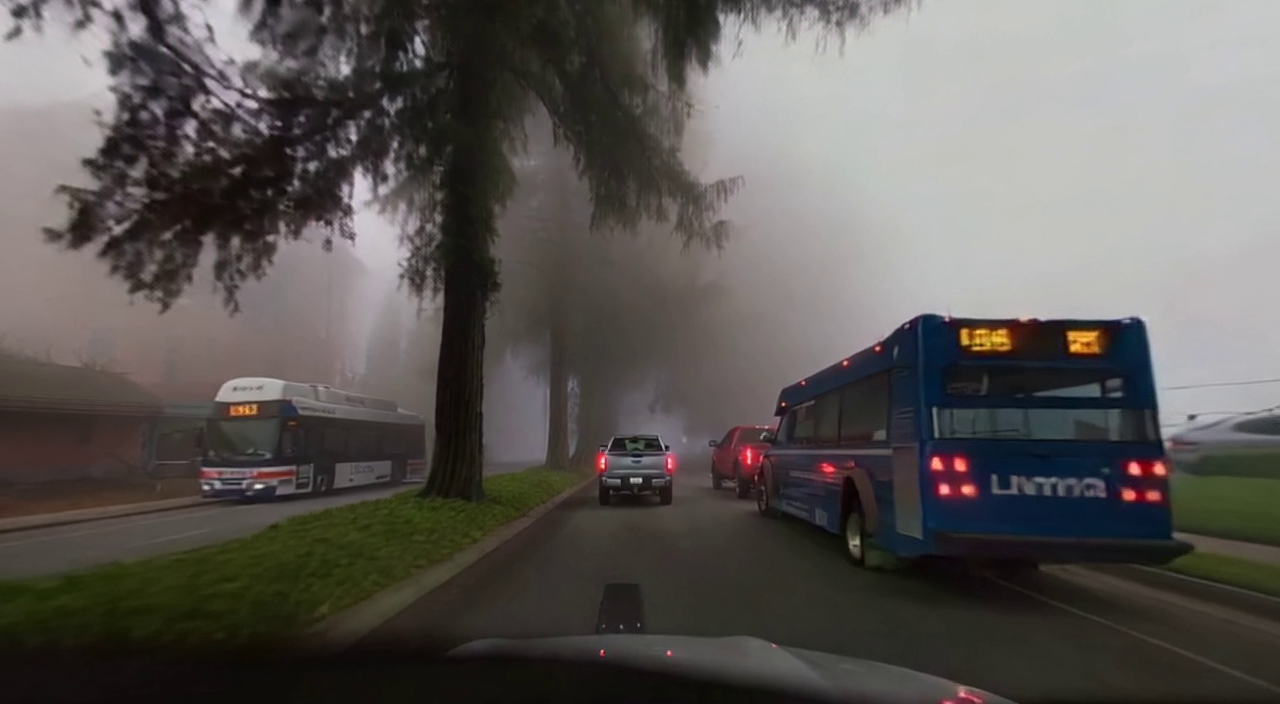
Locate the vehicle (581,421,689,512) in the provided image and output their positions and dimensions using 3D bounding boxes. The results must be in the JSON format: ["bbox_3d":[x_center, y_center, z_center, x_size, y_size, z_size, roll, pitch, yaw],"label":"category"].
[{"bbox_3d":[-0.096,2.730,15.622,2.157,1.816,5.804,0,-8,0],"label":"vehicle"}]

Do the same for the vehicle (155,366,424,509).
[{"bbox_3d":[-11.984,3.308,24.114,2.996,4.022,12.692,0,-8,0],"label":"vehicle"}]

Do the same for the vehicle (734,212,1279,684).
[{"bbox_3d":[3.876,1.314,9.366,3.088,3.057,10.503,0,-8,-1],"label":"vehicle"}]
